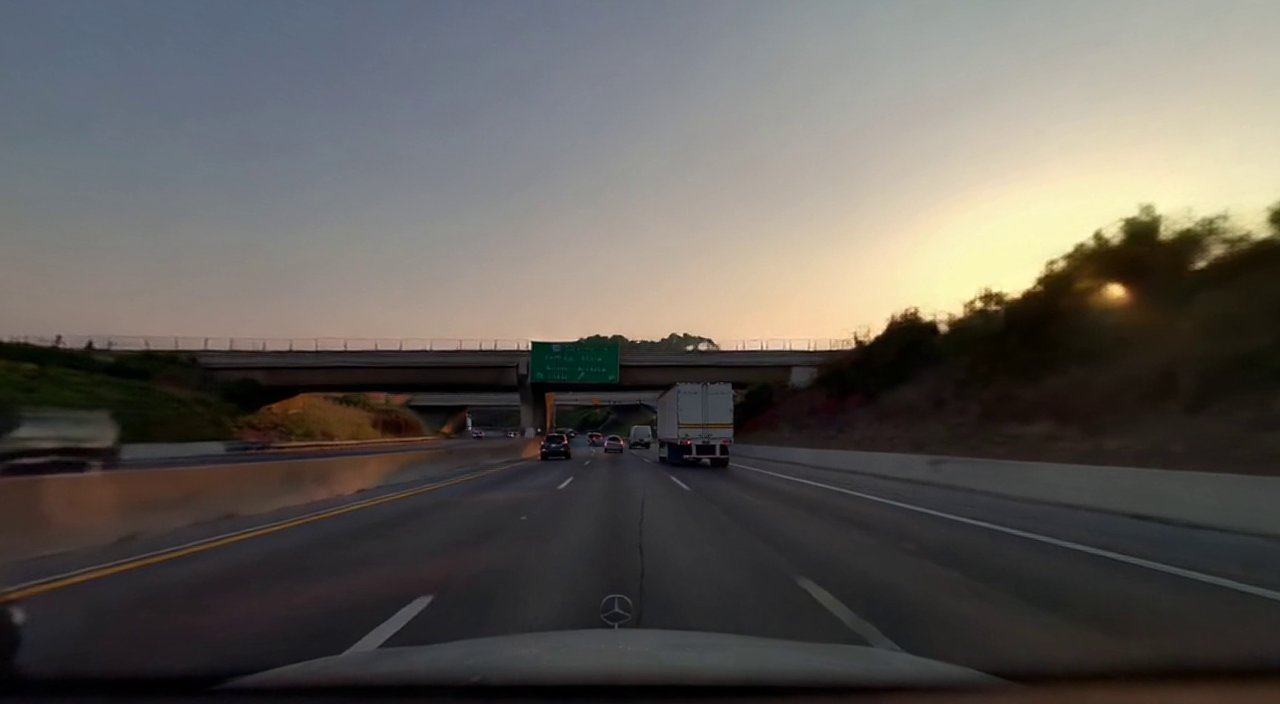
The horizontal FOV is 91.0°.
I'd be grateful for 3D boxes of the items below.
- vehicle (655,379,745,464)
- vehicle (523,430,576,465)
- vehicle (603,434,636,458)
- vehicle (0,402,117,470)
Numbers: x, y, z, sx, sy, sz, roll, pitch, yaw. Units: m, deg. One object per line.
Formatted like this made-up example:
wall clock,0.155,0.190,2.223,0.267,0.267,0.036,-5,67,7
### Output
vehicle,3.013,4.301,37.028,3.301,4.034,13.722,0,-8,-3
vehicle,-4.820,5.182,34.307,2.377,1.747,4.703,0,-8,-2
vehicle,-1.418,6.417,42.893,2.125,1.542,3.816,0,-8,-4
vehicle,-16.266,2.144,15.942,1.994,1.613,4.783,0,-8,-1
